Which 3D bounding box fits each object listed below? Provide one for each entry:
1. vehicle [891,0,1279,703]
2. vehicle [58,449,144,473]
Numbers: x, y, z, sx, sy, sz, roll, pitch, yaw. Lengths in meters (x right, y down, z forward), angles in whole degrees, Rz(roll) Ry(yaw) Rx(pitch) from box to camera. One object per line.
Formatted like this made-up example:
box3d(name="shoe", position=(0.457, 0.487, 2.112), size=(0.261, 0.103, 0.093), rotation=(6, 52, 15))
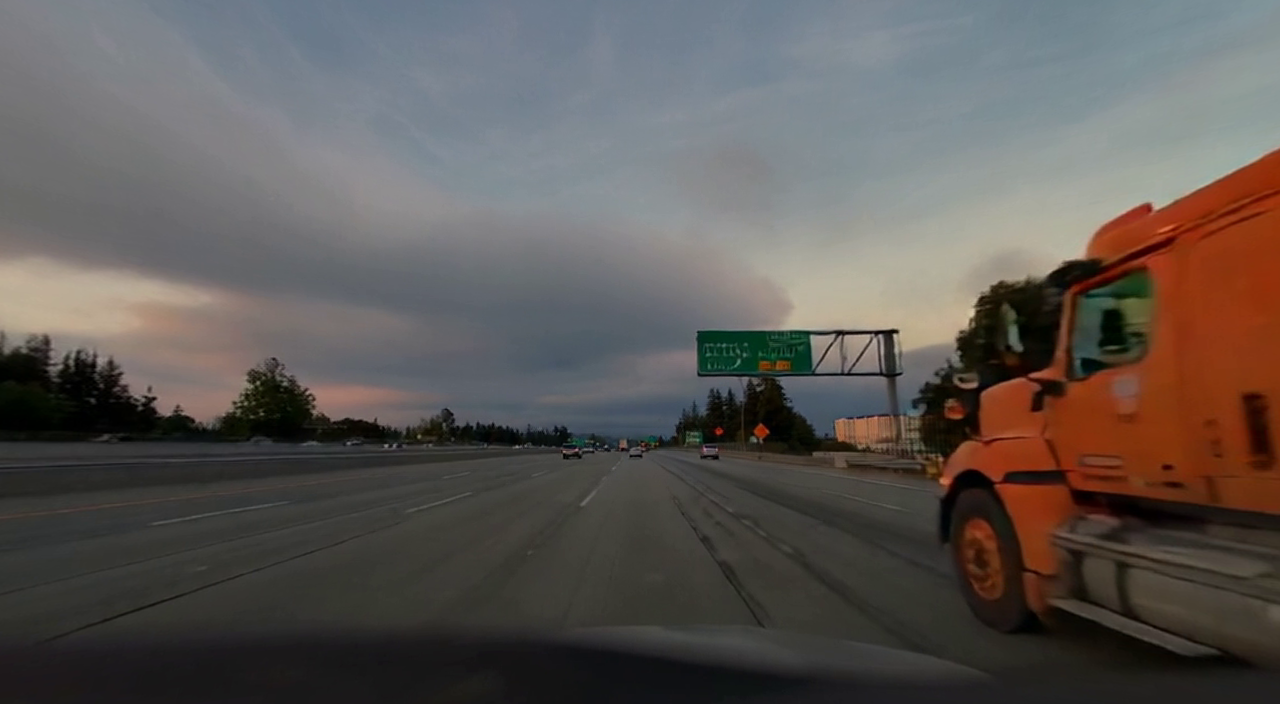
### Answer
box3d(name="vehicle", position=(3.990, -0.240, 0.774), size=(2.966, 3.586, 10.563), rotation=(0, -8, 0))
box3d(name="vehicle", position=(-34.223, 6.914, 40.278), size=(1.762, 1.449, 4.199), rotation=(0, -9, -1))
